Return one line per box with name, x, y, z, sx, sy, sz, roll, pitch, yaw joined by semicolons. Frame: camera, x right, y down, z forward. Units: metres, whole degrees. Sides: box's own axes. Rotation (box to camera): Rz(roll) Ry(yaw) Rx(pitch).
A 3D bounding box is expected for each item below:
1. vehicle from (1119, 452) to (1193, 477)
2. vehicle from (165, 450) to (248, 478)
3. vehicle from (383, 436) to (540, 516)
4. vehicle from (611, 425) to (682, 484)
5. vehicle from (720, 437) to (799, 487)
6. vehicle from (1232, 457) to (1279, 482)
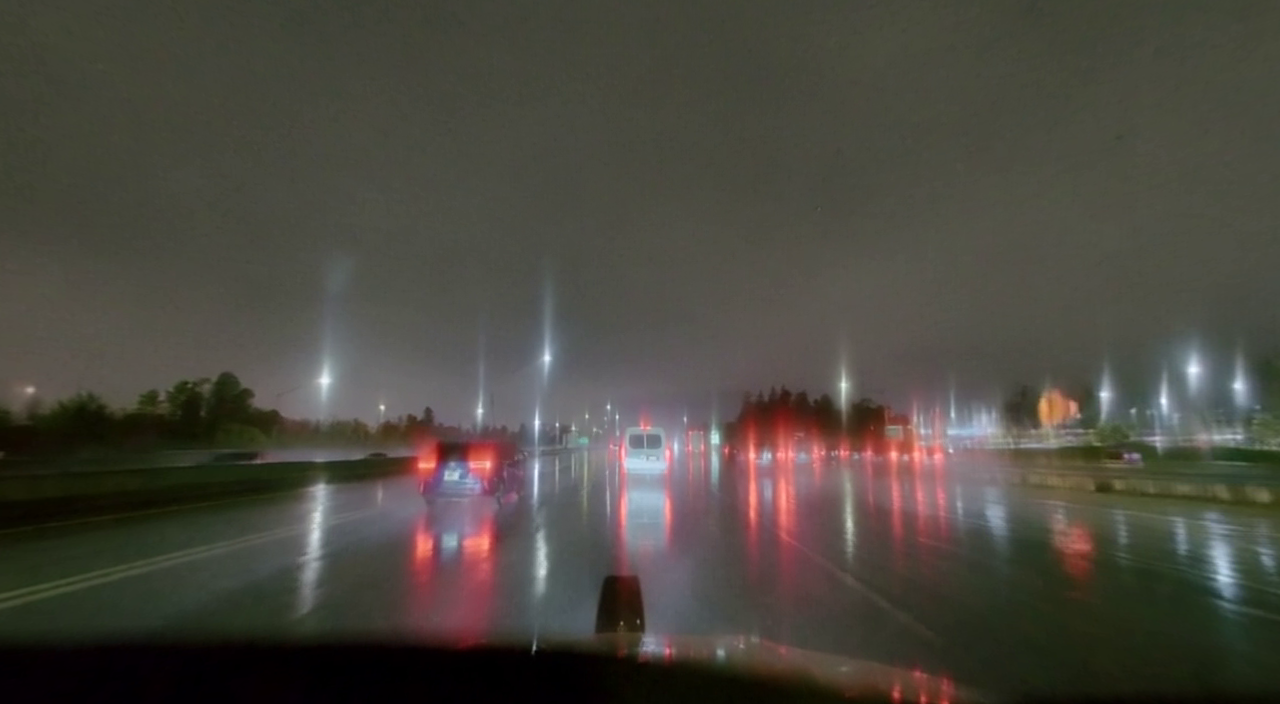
vehicle;40.091;8.722;48.995;3.747;1.473;2.058;-7;-8;10
vehicle;-26.974;6.937;39.412;1.860;1.613;4.563;0;-9;1
vehicle;-3.861;2.782;14.711;2.173;1.542;4.781;0;-9;1
vehicle;0.243;4.003;24.726;2.509;2.062;4.639;0;-9;0
vehicle;4.366;4.077;23.749;2.146;1.678;4.489;0;-9;1
vehicle;38.468;7.047;37.936;3.634;1.431;1.740;-1;-9;7
